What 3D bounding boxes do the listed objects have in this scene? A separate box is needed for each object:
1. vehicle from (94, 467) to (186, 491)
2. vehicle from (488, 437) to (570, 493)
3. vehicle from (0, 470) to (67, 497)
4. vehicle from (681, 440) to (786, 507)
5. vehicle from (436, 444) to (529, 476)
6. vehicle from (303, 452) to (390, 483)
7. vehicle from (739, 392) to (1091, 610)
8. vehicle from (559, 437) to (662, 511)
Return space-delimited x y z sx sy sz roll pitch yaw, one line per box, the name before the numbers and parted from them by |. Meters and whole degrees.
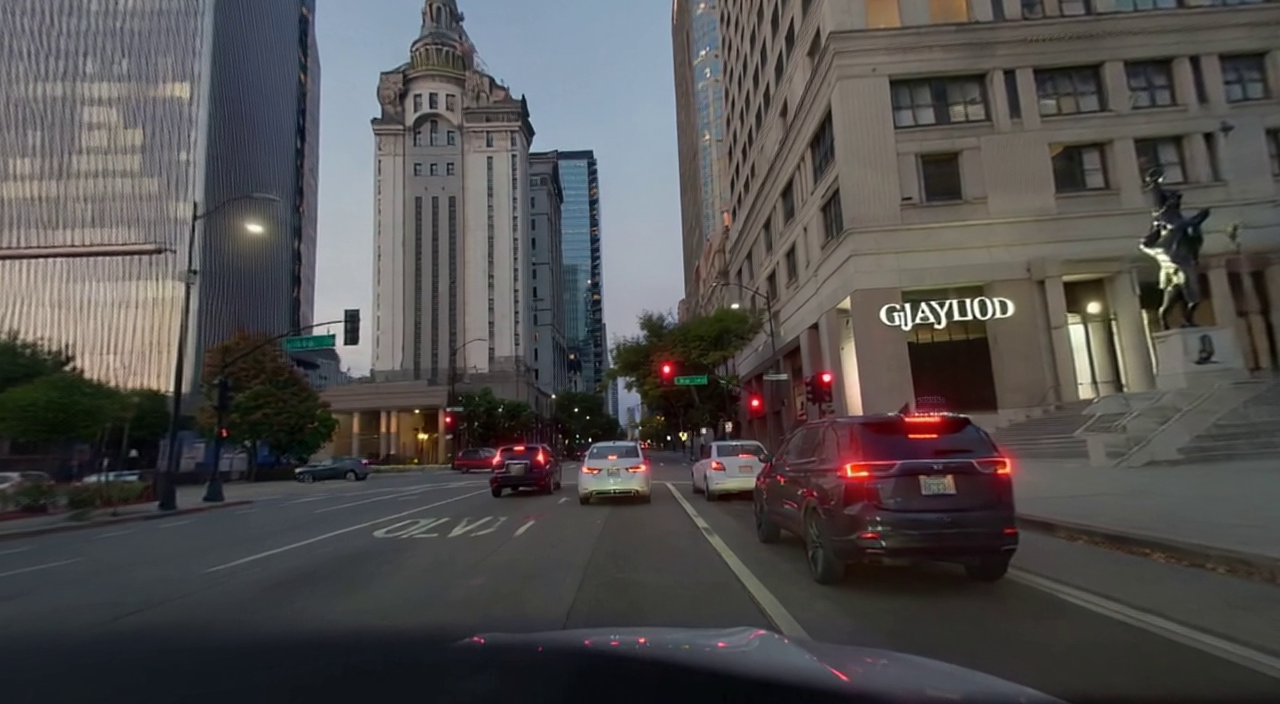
vehicle | -32.298 8.218 40.854 4.392 1.427 1.764 0 -9 -1
vehicle | -3.591 3.742 21.321 2.045 1.633 4.864 0 -9 -2
vehicle | -40.160 8.500 40.889 4.224 1.622 1.808 0 -9 -1
vehicle | 2.230 3.034 16.253 1.943 1.449 4.202 0 -9 -1
vehicle | -9.234 6.323 37.235 4.855 1.769 2.071 5 -10 -30
vehicle | -18.462 7.206 39.797 4.612 1.752 1.953 6 -10 -35
vehicle | 2.616 1.558 7.483 2.096 1.775 4.440 0 -9 -1
vehicle | -0.619 2.797 14.956 2.096 1.492 4.071 0 -9 -1
